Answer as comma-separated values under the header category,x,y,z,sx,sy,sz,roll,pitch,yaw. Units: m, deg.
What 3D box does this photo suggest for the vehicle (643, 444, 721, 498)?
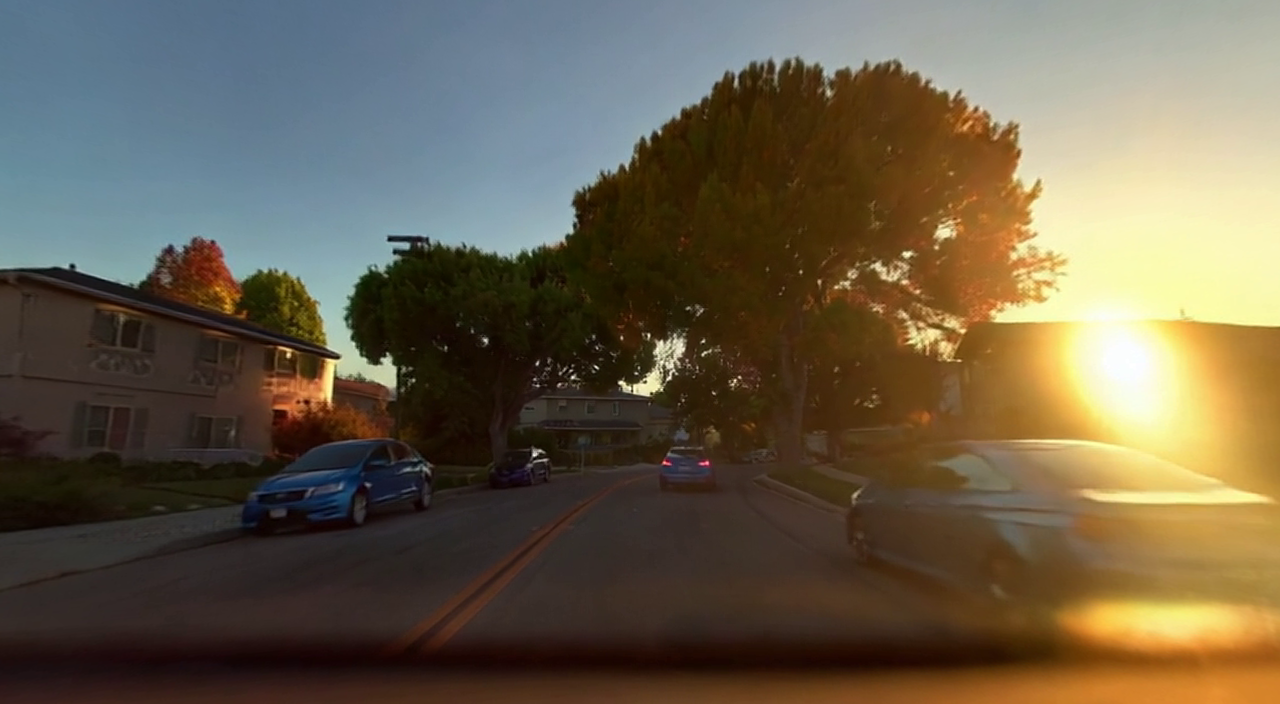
category,x,y,z,sx,sy,sz,roll,pitch,yaw
vehicle,1.385,3.647,19.866,2.192,1.474,4.192,-1,-9,6

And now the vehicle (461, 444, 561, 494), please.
category,x,y,z,sx,sy,sz,roll,pitch,yaw
vehicle,-5.126,4.732,25.998,2.641,1.747,4.738,-3,-9,7

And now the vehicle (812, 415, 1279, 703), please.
category,x,y,z,sx,sy,sz,roll,pitch,yaw
vehicle,3.500,1.422,5.530,2.429,1.502,4.474,1,-9,-4

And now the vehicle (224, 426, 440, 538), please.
category,x,y,z,sx,sy,sz,roll,pitch,yaw
vehicle,-6.154,2.640,13.463,2.235,1.851,4.662,-3,-9,1

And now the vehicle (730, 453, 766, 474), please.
category,x,y,z,sx,sy,sz,roll,pitch,yaw
vehicle,8.303,8.589,48.924,2.089,1.462,4.529,0,-9,2
